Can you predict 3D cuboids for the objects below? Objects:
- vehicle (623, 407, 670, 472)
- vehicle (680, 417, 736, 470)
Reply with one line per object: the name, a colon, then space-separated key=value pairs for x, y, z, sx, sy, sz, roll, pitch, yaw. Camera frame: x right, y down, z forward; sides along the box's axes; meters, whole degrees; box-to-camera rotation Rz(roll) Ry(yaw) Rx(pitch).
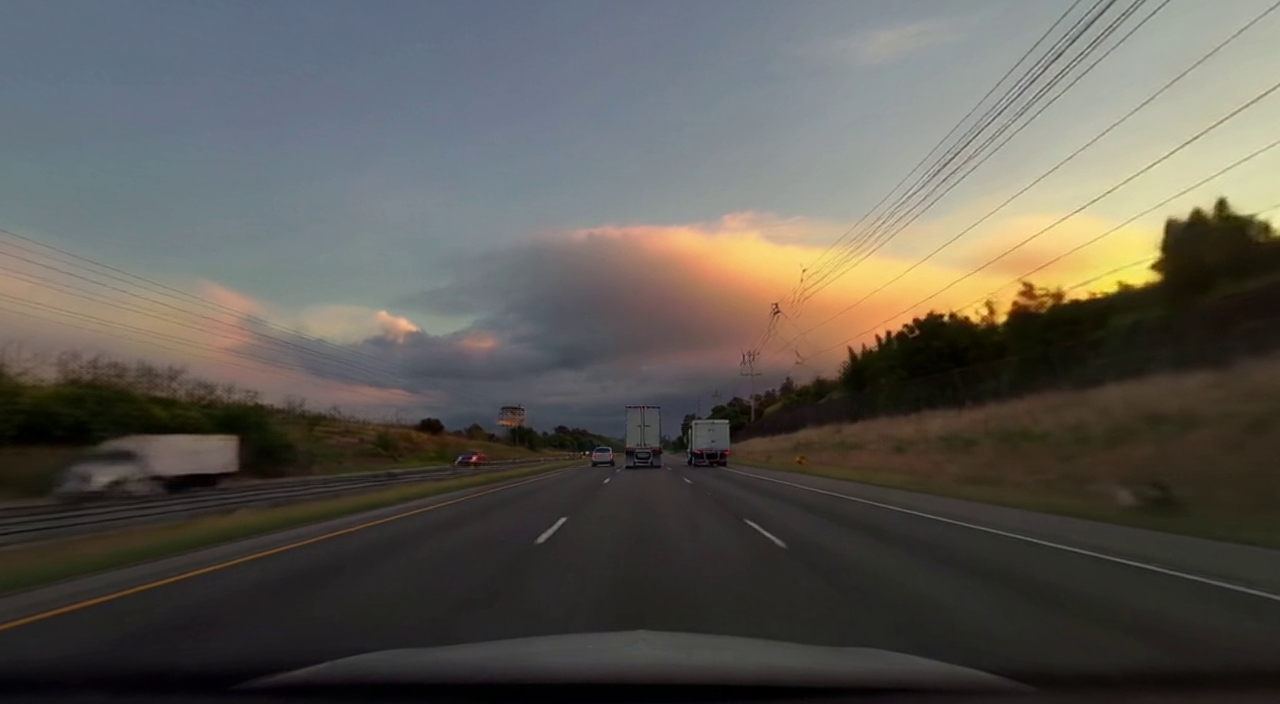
vehicle: x=0.389 y=6.632 z=46.895 sx=2.997 sy=4.076 sz=13.224 roll=0 pitch=-9 yaw=0
vehicle: x=4.605 y=6.513 z=44.519 sx=2.938 sy=3.378 sz=8.820 roll=0 pitch=-9 yaw=0
